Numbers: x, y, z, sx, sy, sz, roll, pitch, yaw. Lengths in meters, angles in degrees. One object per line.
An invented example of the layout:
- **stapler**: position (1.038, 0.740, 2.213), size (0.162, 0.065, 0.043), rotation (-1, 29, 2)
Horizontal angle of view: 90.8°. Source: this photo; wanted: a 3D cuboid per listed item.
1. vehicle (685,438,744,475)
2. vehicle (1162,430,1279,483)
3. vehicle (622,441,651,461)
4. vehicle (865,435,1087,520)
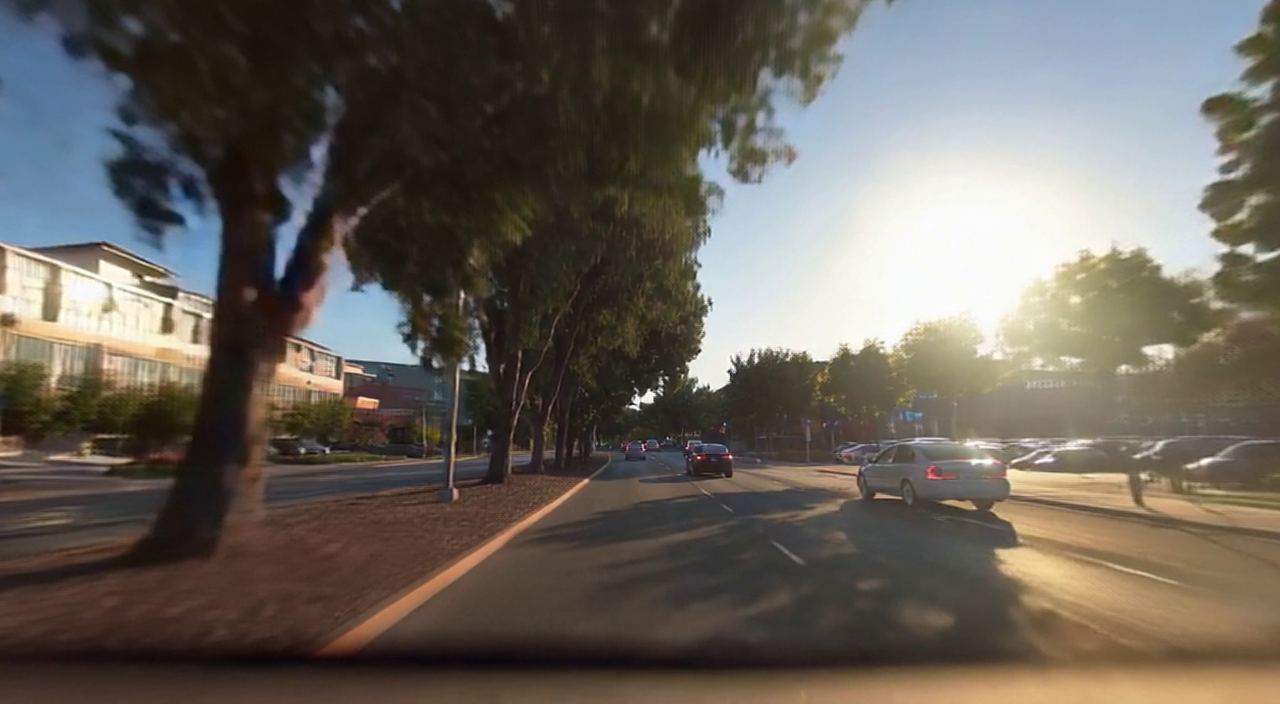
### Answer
- **vehicle**: position (3.325, 4.760, 29.063), size (1.953, 1.514, 4.672), rotation (0, -8, -2)
- **vehicle**: position (20.915, 3.527, 21.431), size (4.646, 1.690, 1.971), rotation (0, -8, -1)
- **vehicle**: position (-0.287, 7.357, 47.095), size (2.095, 1.456, 3.873), rotation (0, -8, -1)
- **vehicle**: position (6.947, 2.614, 13.840), size (2.098, 1.507, 4.655), rotation (0, -8, -3)
